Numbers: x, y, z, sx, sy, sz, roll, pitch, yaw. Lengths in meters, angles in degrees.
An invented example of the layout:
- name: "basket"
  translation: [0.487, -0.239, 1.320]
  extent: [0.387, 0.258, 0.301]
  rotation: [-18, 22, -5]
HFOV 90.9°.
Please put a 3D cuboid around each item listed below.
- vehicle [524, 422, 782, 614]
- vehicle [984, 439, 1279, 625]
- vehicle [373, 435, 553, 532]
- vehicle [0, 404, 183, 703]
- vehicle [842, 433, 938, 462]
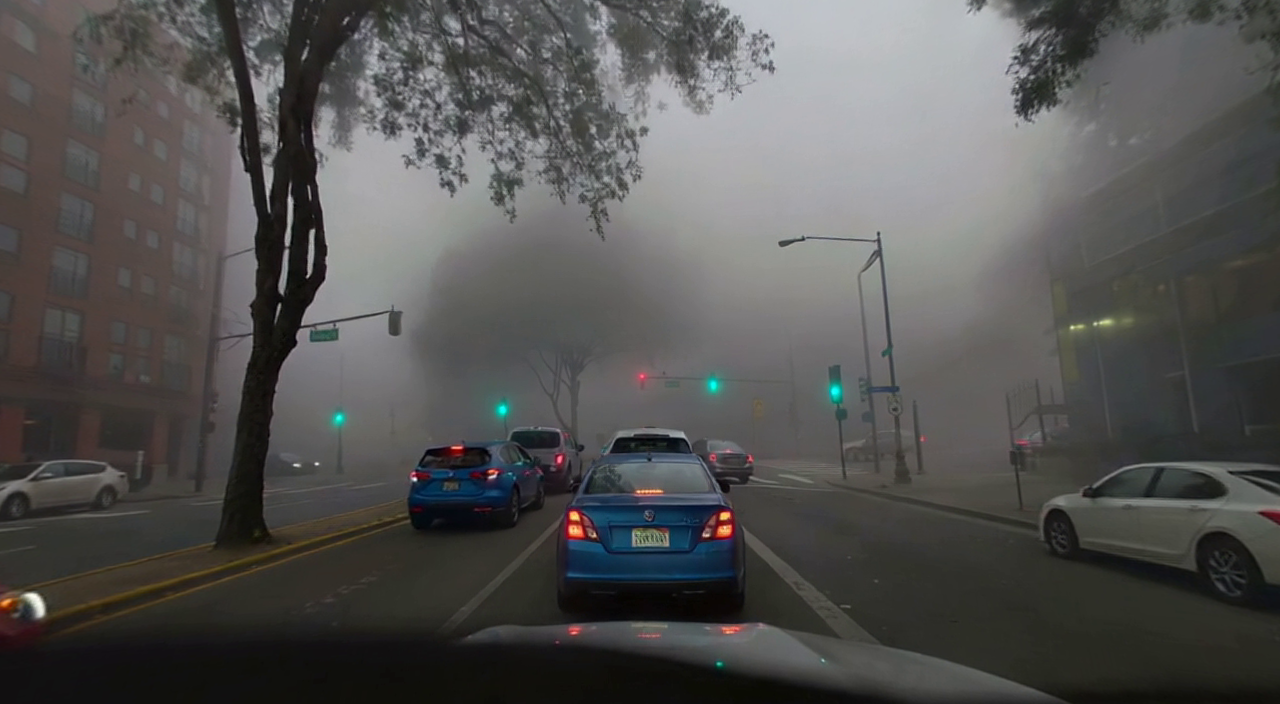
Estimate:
- name: "vehicle"
  translation: [0.088, 1.580, 6.817]
  extent: [2.022, 1.481, 3.564]
  rotation: [0, -9, 0]
- name: "vehicle"
  translation: [5.982, 1.704, 6.878]
  extent: [1.873, 1.453, 4.579]
  rotation: [0, -9, 0]
- name: "vehicle"
  translation: [-3.023, 2.353, 11.863]
  extent: [2.131, 1.486, 4.089]
  rotation: [0, -9, 1]
- name: "vehicle"
  translation: [-3.093, 0.703, 0.590]
  extent: [1.970, 1.492, 4.534]
  rotation: [0, -9, -1]
- name: "vehicle"
  translation: [16.381, 6.266, 41.514]
  extent: [5.345, 1.811, 2.175]
  rotation: [0, -9, -1]
